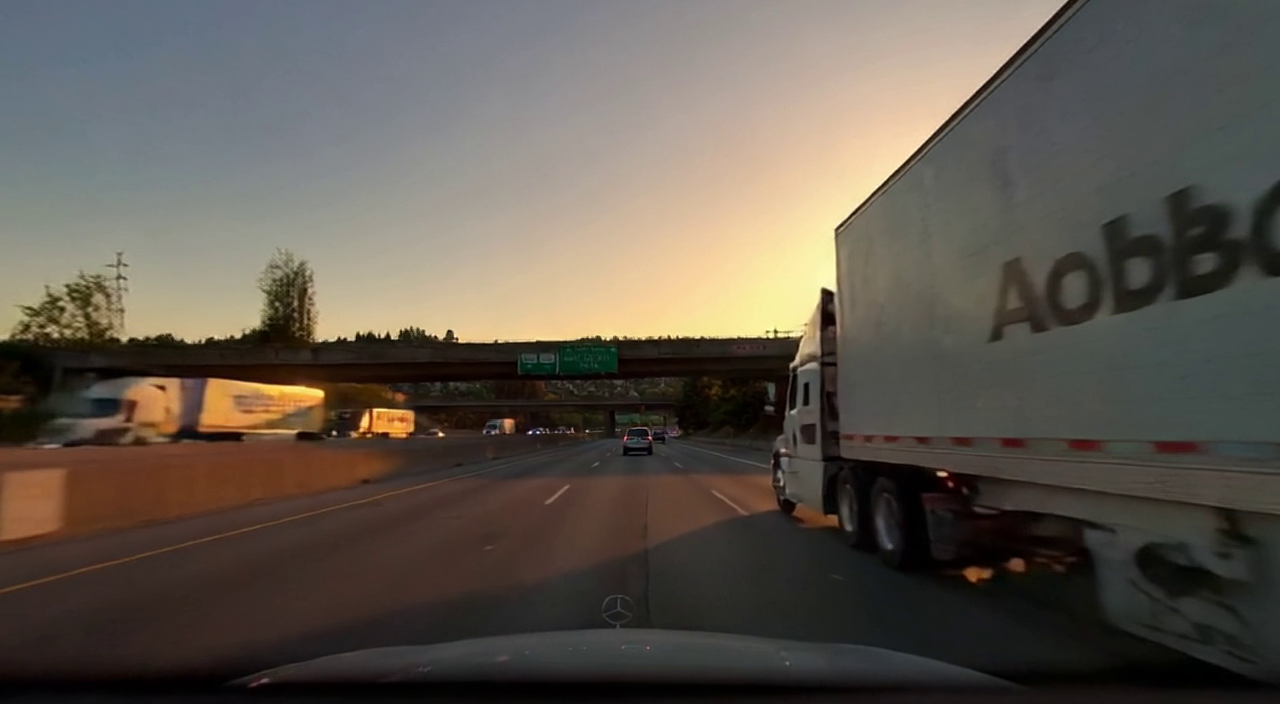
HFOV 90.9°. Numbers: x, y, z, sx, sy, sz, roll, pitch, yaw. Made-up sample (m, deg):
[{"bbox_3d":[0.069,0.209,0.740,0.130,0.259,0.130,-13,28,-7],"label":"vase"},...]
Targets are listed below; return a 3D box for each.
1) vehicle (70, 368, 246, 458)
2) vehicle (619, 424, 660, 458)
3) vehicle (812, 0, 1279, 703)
[{"bbox_3d":[-23.506,3.142,31.351,3.010,3.948,6.974,0,-8,1],"label":"vehicle"},{"bbox_3d":[-0.056,5.298,37.579,2.277,1.913,4.510,0,-8,-1],"label":"vehicle"},{"bbox_3d":[4.094,-0.363,1.839,2.987,4.021,14.105,0,-8,-1],"label":"vehicle"}]
